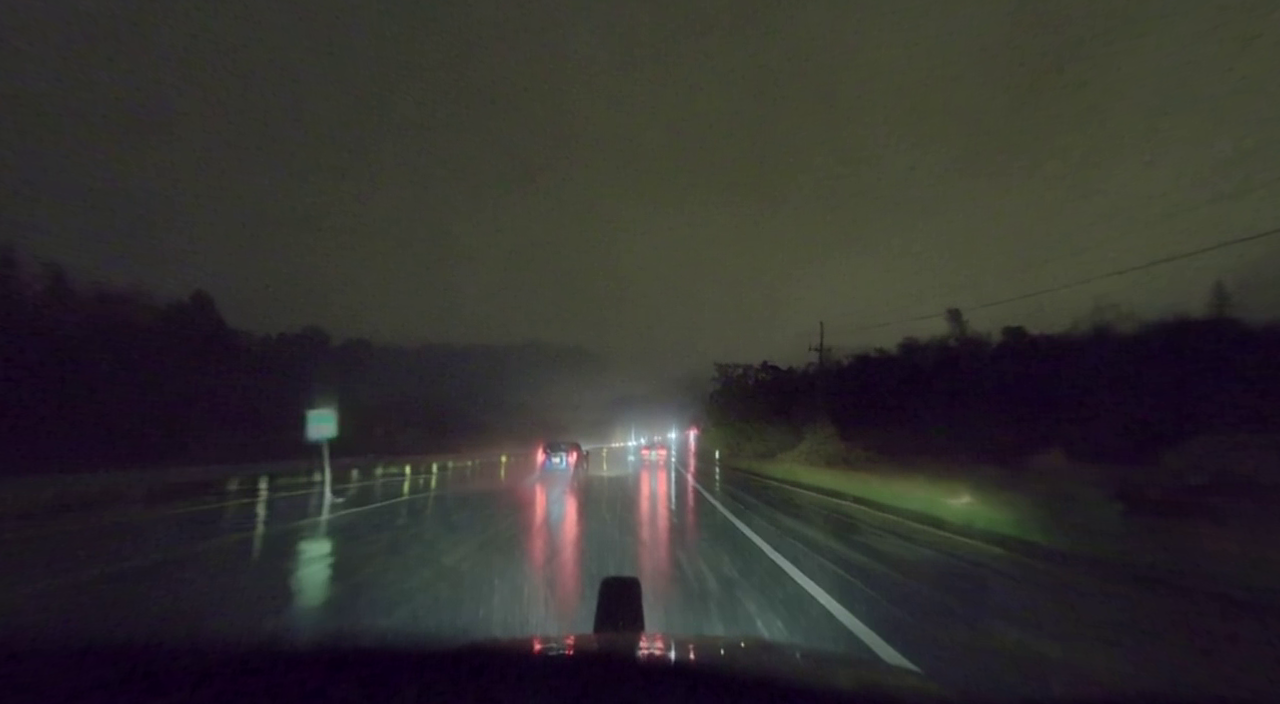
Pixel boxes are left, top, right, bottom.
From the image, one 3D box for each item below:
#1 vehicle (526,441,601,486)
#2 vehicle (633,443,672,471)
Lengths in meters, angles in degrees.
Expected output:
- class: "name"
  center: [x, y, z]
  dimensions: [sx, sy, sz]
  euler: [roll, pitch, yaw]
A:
- class: "vehicle"
  center: [-2.809, 4.231, 24.228]
  dimensions: [2.129, 1.563, 4.387]
  euler: [-1, -9, 3]
- class: "vehicle"
  center: [0.750, 6.136, 37.008]
  dimensions: [2.129, 1.502, 4.321]
  euler: [0, -9, 1]
